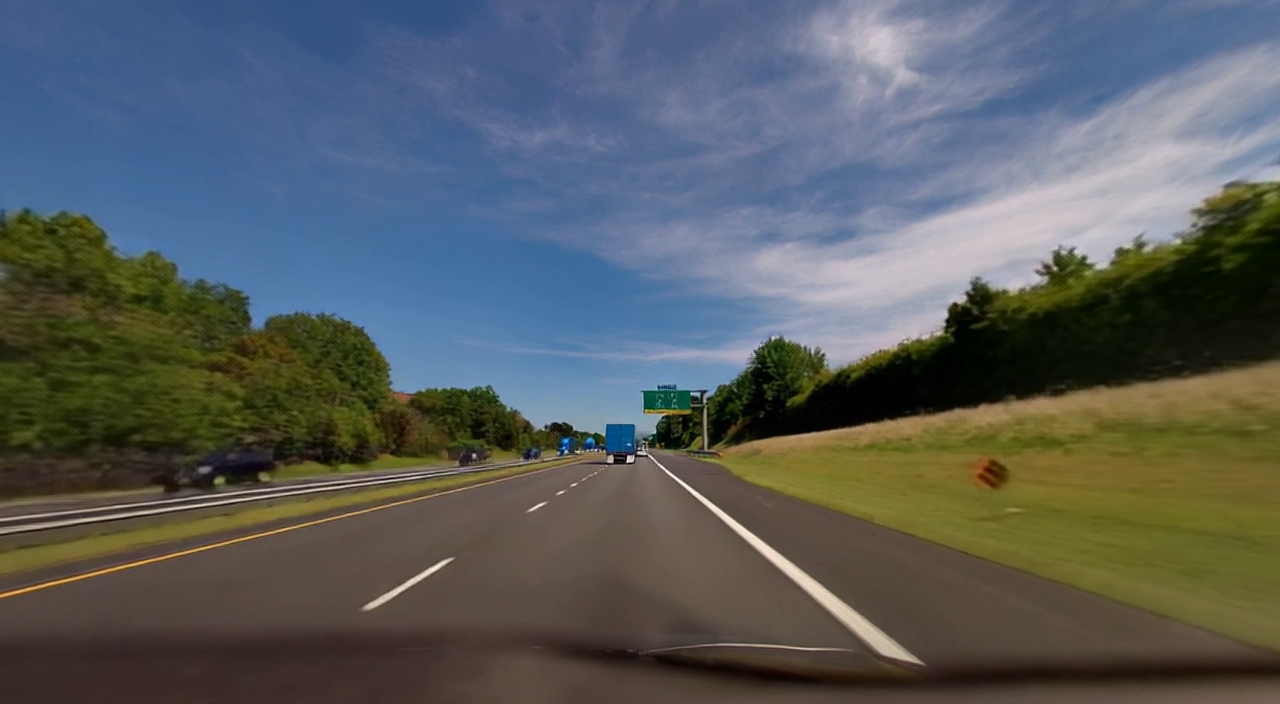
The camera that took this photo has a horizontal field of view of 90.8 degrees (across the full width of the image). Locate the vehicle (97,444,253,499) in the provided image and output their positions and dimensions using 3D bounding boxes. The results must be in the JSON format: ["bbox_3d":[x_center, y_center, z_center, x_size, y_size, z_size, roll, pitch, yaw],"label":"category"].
[{"bbox_3d":[-15.606,4.010,21.554,1.997,1.664,4.385,0,-9,0],"label":"vehicle"}]

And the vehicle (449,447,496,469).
[{"bbox_3d":[-12.049,7.667,45.776,2.108,1.493,4.427,0,-9,1],"label":"vehicle"}]
